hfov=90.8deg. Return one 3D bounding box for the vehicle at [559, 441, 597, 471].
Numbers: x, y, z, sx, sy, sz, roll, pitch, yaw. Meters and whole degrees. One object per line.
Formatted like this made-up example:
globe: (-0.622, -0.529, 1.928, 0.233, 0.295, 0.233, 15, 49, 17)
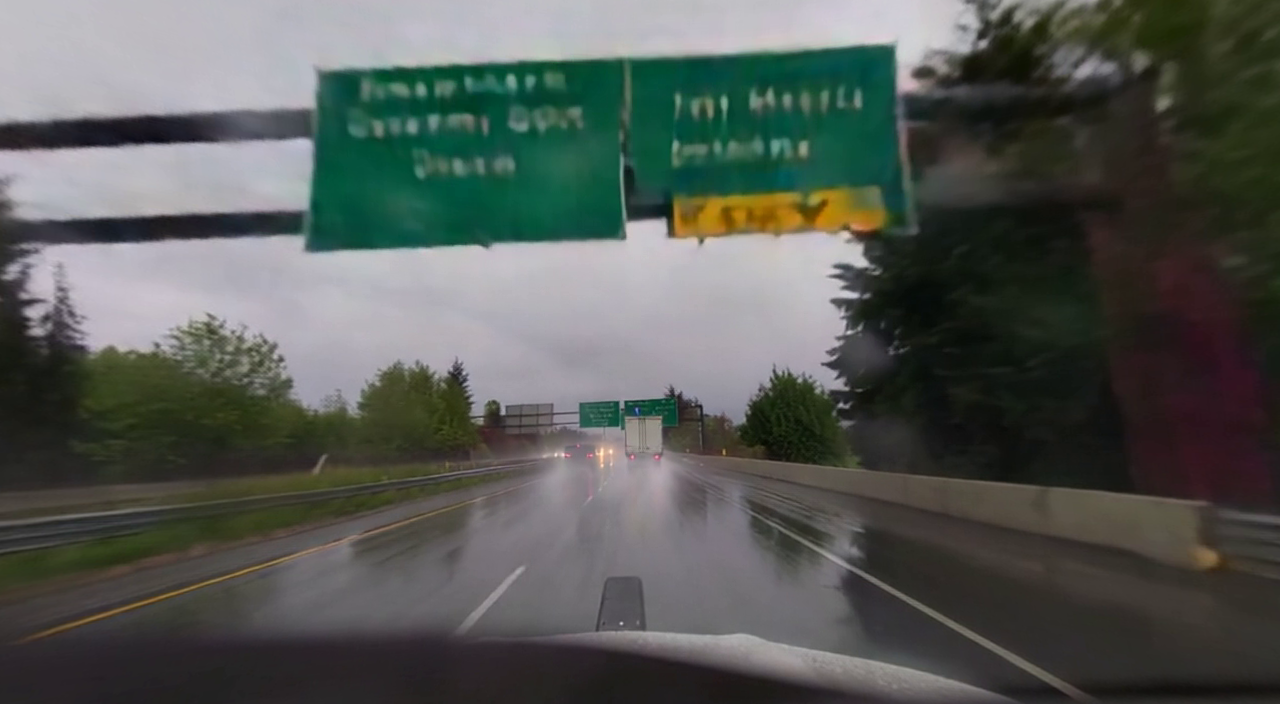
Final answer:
vehicle: (-4.255, 7.219, 43.994, 2.168, 1.980, 4.622, 0, -9, 0)
